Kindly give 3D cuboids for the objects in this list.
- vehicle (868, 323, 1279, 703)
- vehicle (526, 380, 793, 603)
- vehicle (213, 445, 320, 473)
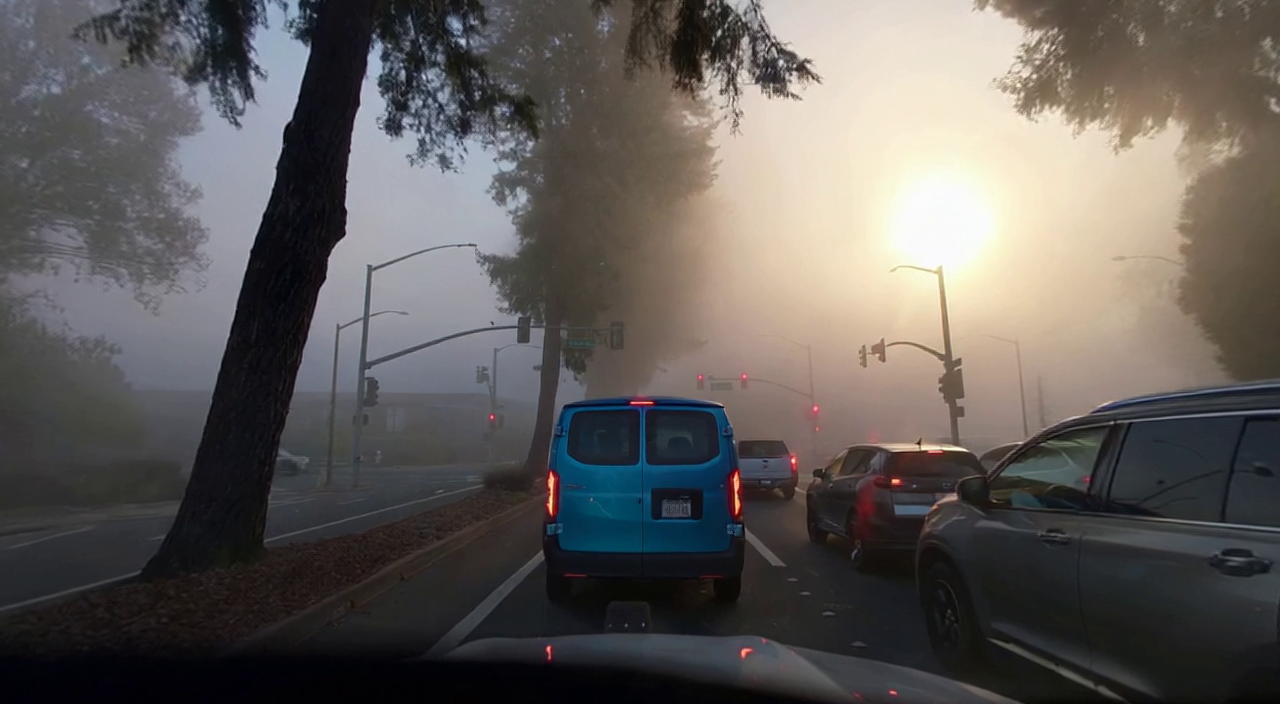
[{"bbox_3d":[2.895,0.951,3.179,1.971,1.663,4.287,0,-8,2],"label":"vehicle"},{"bbox_3d":[0.172,1.468,7.451,2.185,1.822,4.391,0,-8,0],"label":"vehicle"},{"bbox_3d":[-20.910,5.991,35.430,4.664,1.449,1.992,1,-8,-6],"label":"vehicle"}]
